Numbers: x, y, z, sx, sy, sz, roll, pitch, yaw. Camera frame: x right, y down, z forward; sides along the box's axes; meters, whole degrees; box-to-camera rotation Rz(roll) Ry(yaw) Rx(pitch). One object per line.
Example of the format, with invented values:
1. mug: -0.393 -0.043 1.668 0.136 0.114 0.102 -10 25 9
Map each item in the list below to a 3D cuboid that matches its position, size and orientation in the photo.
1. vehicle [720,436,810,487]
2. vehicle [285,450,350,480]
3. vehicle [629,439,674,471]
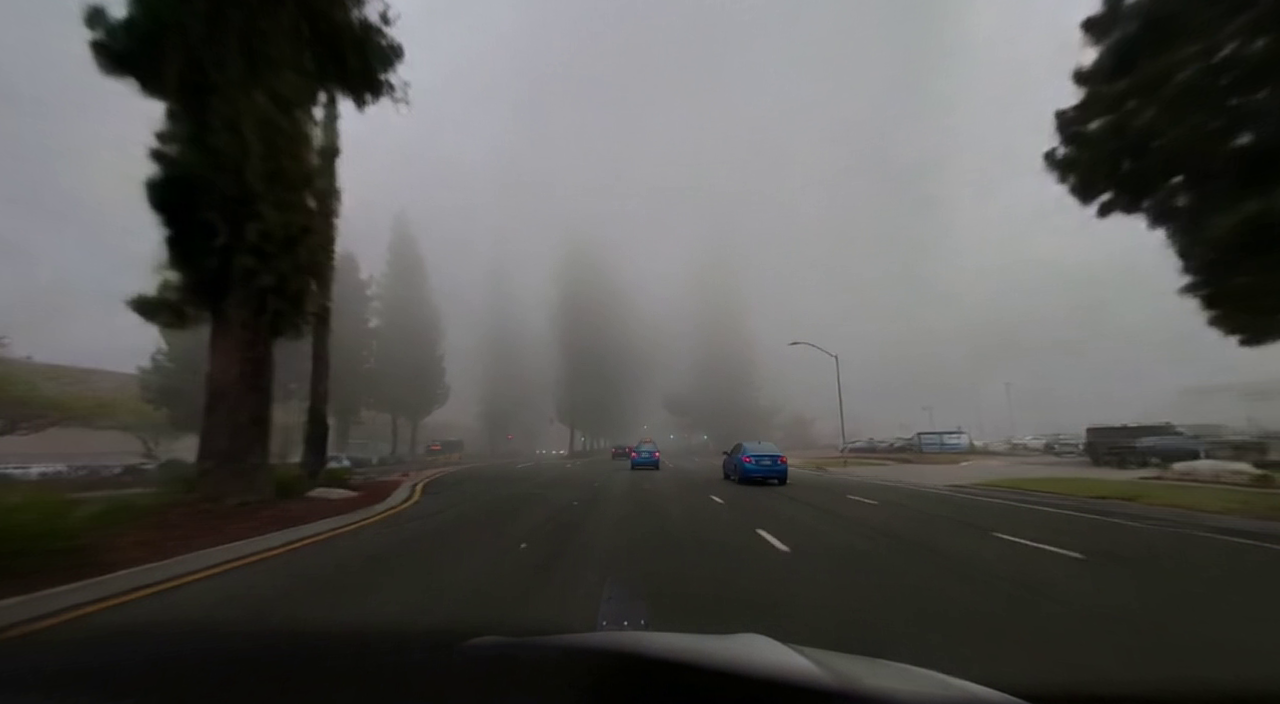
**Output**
1. vehicle: 3.989 3.582 20.970 2.067 1.497 4.327 0 -8 0
2. vehicle: -21.010 7.342 41.218 1.921 1.728 4.364 -1 -8 0
3. vehicle: 0.548 5.274 32.556 2.144 1.505 4.128 -1 -8 0
